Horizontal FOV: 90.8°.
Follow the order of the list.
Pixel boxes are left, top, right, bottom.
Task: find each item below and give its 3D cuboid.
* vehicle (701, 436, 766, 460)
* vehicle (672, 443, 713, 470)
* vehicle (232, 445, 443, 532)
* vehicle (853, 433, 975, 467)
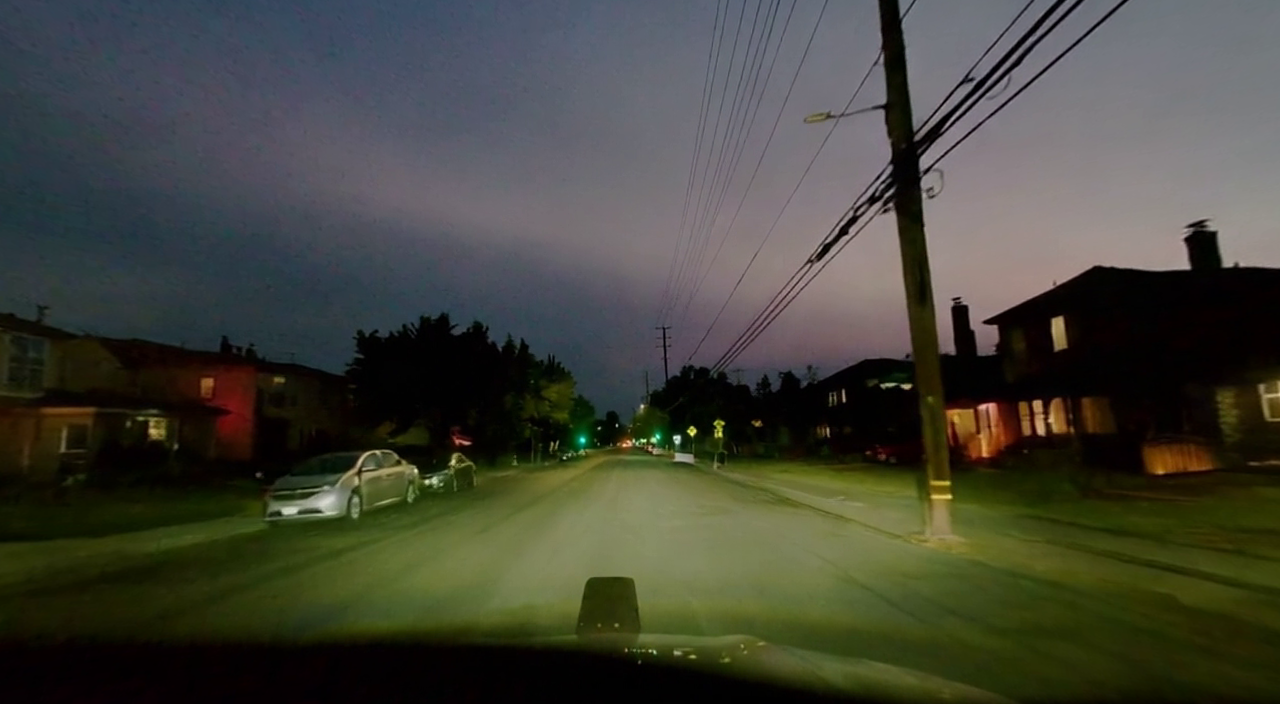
[{"bbox_3d":[6.989,7.216,47.462,4.486,1.788,2.177,0,-9,-1],"label":"vehicle"},{"bbox_3d":[3.038,6.108,37.249,1.925,1.482,4.326,0,-9,-2],"label":"vehicle"},{"bbox_3d":[-6.243,2.824,13.943,2.208,1.491,5.089,0,-8,-1],"label":"vehicle"},{"bbox_3d":[12.290,4.419,28.524,4.605,1.492,1.898,0,-9,0],"label":"vehicle"}]
